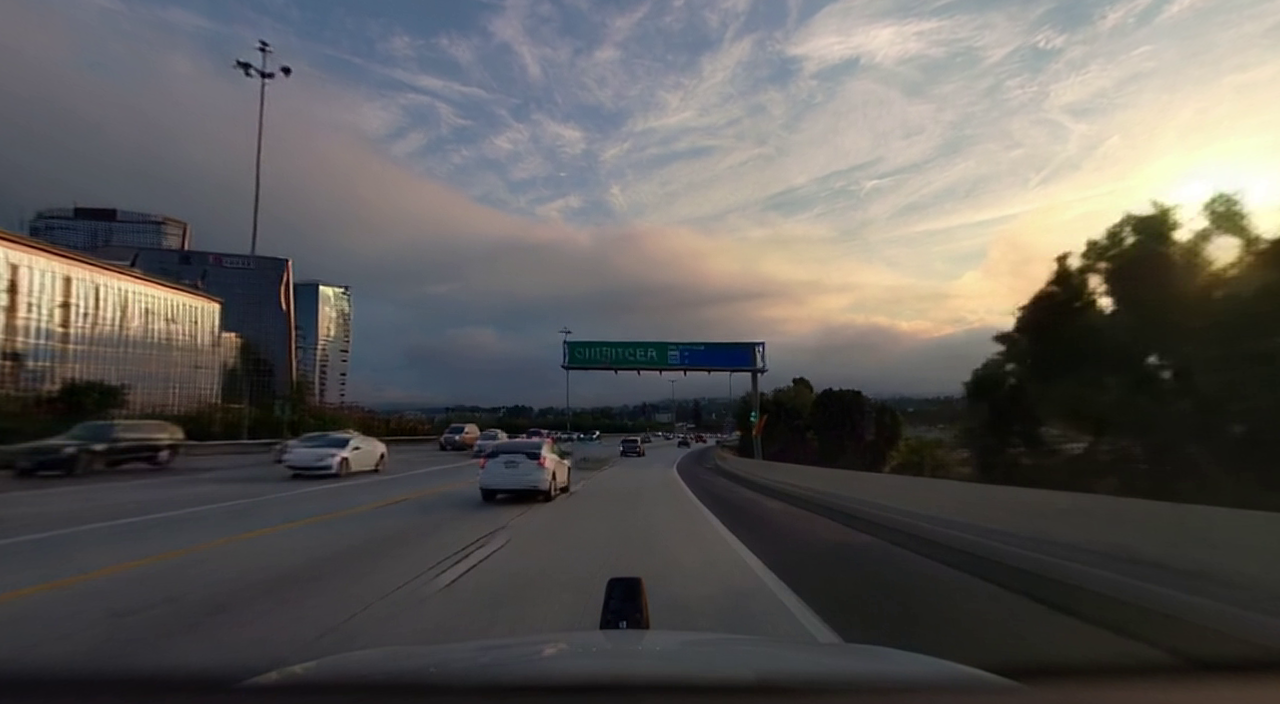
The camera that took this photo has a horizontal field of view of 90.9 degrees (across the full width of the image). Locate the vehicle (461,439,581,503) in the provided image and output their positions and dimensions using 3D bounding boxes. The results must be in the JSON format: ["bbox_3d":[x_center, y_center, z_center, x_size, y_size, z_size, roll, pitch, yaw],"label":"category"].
[{"bbox_3d":[-2.990,3.119,16.972,2.035,1.460,4.497,-1,-9,4],"label":"vehicle"}]

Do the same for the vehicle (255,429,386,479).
[{"bbox_3d":[-10.342,3.348,20.857,1.893,1.443,4.334,-1,-9,3],"label":"vehicle"}]

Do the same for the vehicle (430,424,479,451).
[{"bbox_3d":[-13.404,6.248,45.810,2.040,1.803,4.496,-1,-9,3],"label":"vehicle"}]

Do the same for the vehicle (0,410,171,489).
[{"bbox_3d":[-14.621,2.459,16.002,1.924,1.699,4.506,-1,-9,0],"label":"vehicle"}]
